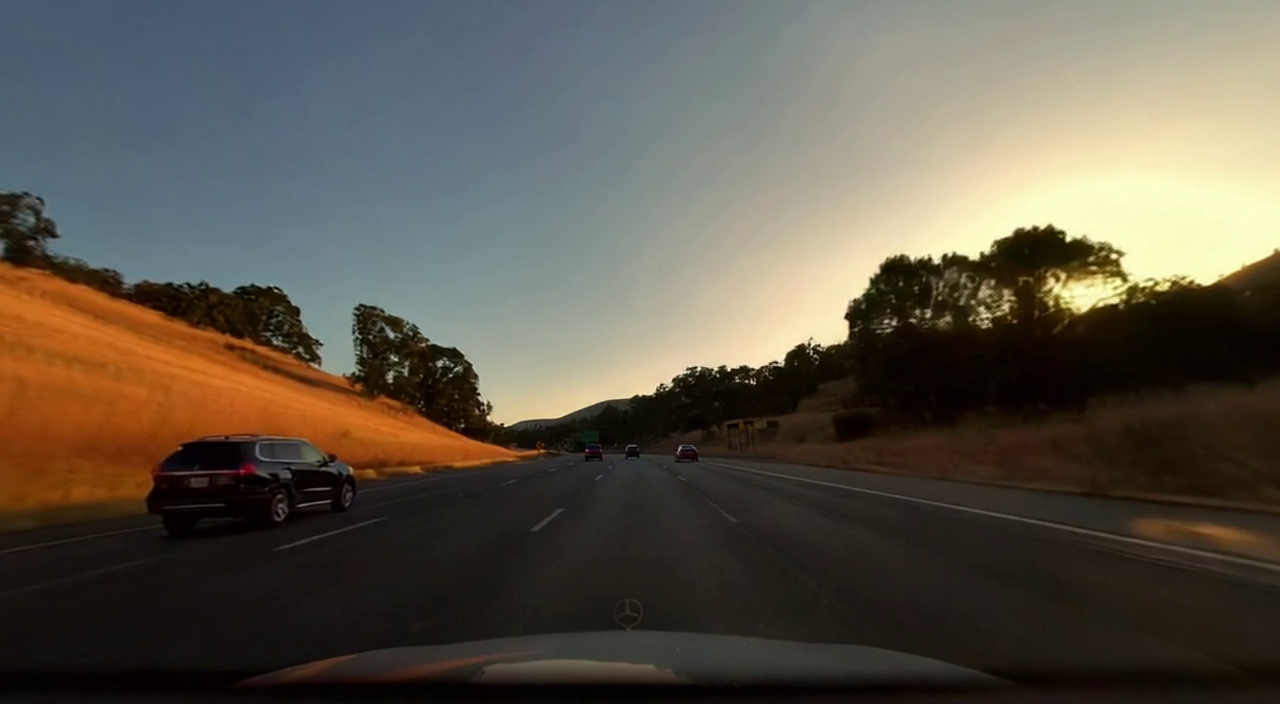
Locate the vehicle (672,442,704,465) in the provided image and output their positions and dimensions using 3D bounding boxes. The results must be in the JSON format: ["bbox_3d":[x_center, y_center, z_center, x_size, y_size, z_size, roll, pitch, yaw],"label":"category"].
[{"bbox_3d":[3.660,7.887,49.100,1.995,1.712,4.206,0,-8,-2],"label":"vehicle"}]

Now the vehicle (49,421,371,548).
[{"bbox_3d":[-7.103,2.220,11.383,2.285,1.759,4.968,0,-8,0],"label":"vehicle"}]
